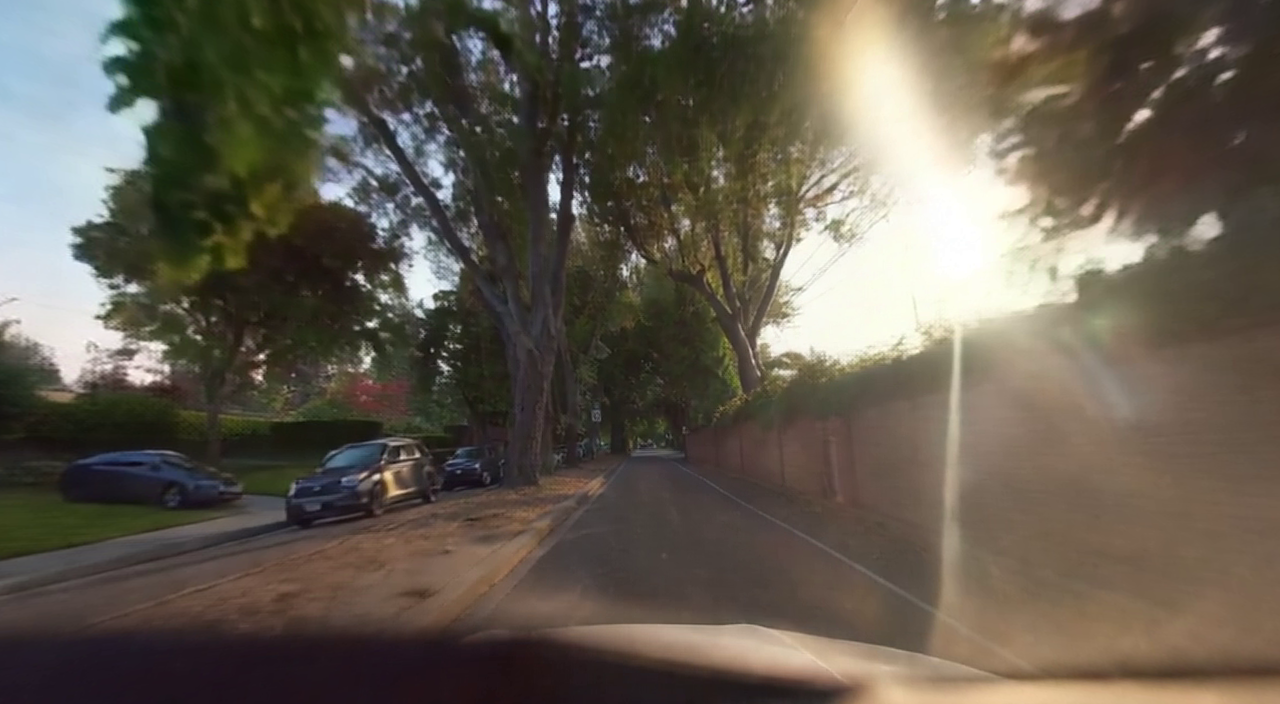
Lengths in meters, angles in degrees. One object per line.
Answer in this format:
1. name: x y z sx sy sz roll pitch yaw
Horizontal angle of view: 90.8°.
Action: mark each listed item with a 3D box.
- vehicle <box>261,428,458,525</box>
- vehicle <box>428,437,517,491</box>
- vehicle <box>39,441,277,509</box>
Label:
1. vehicle: -6.202 2.764 14.975 2.109 1.847 5.553 0 -7 0
2. vehicle: -6.295 4.212 24.388 2.009 1.820 4.821 1 -8 1
3. vehicle: -13.316 3.393 17.724 4.991 1.692 1.960 1 -8 0
